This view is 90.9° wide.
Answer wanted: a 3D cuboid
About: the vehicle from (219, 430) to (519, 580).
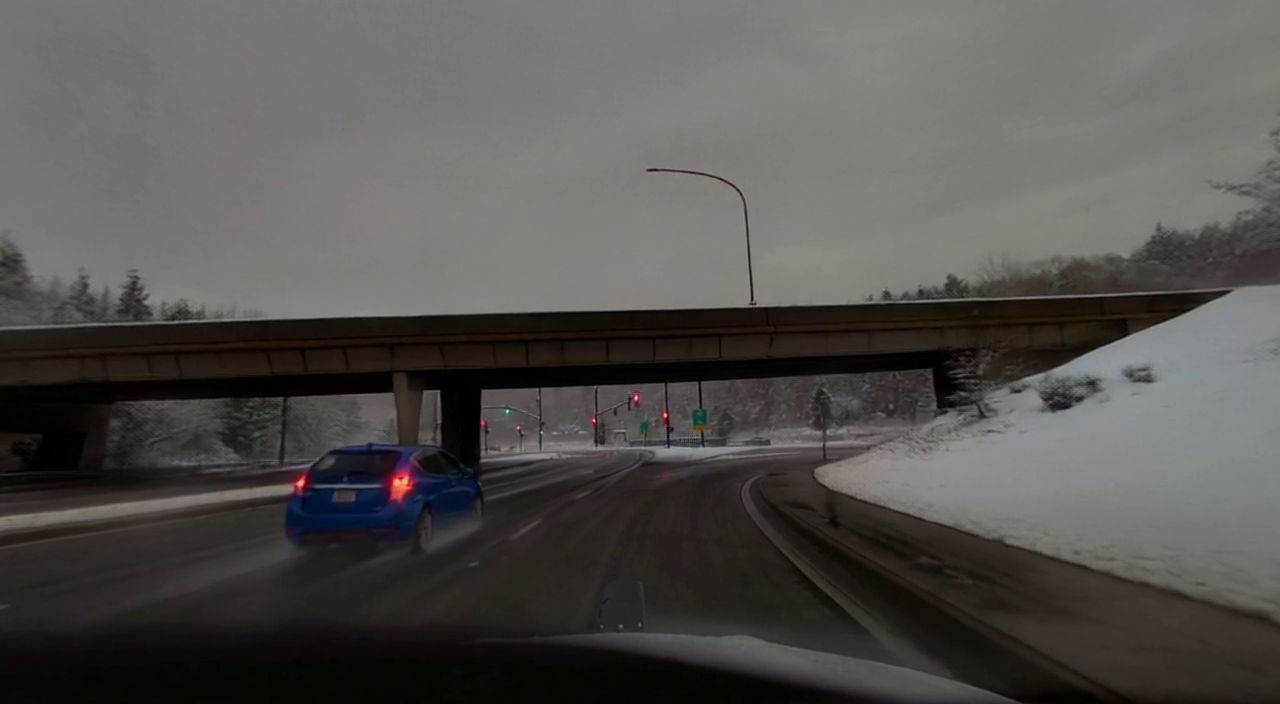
[{"bbox_3d":[-3.146,1.884,8.618,1.963,1.460,4.614,0,-9,1],"label":"vehicle"}]
